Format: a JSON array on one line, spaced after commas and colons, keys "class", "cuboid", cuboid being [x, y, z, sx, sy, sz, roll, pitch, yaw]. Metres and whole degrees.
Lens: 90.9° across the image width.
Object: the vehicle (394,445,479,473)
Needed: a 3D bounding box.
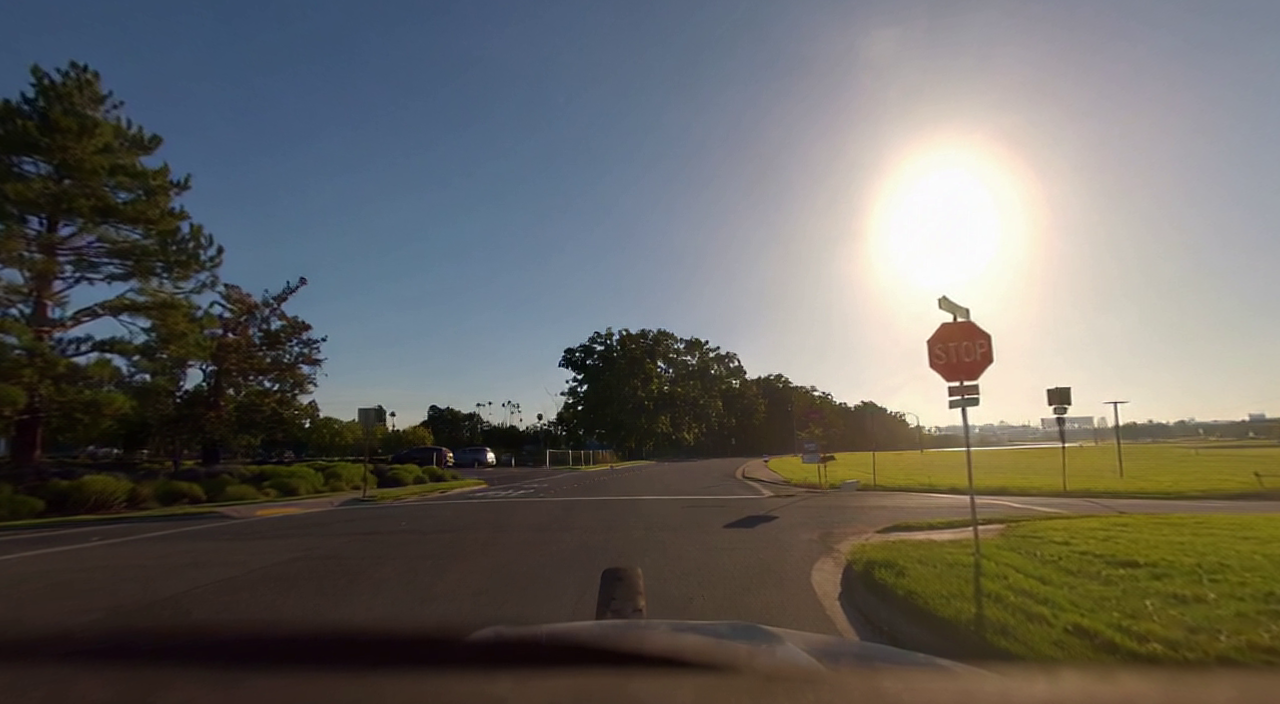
[{"class": "vehicle", "cuboid": [-12.680, 6.671, 39.407, 4.590, 1.735, 1.973, 0, -9, 3]}]
